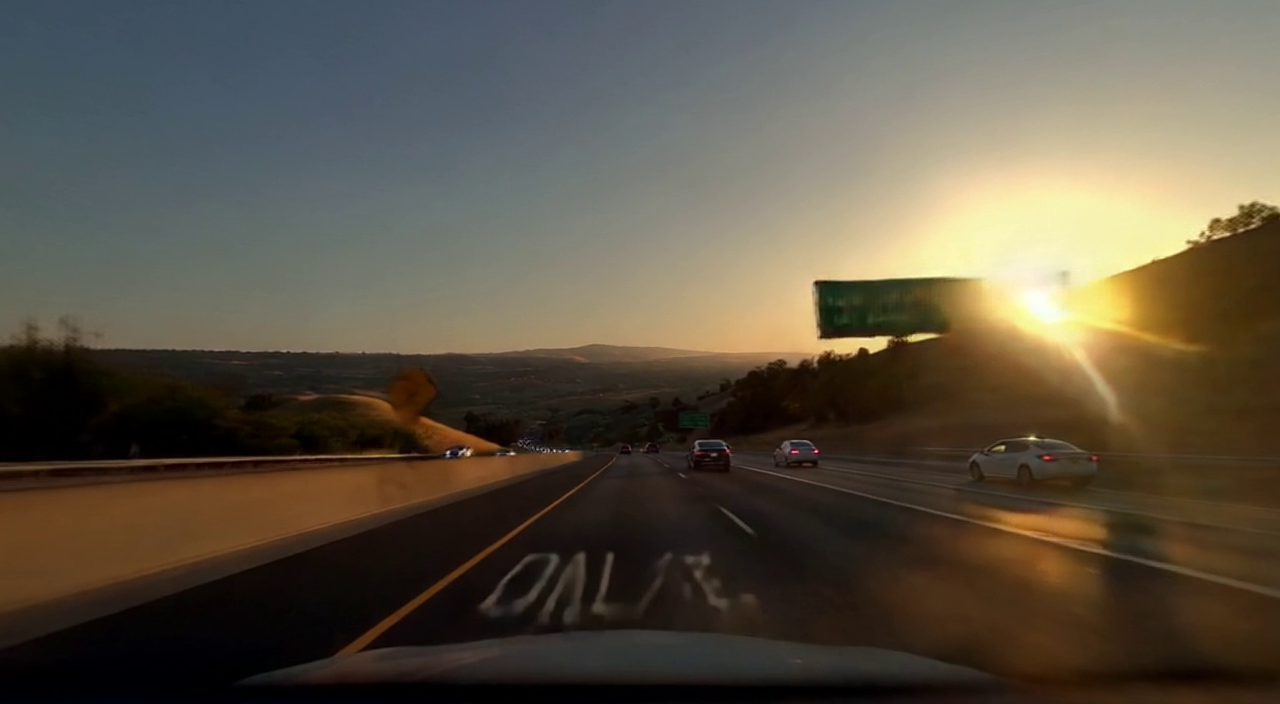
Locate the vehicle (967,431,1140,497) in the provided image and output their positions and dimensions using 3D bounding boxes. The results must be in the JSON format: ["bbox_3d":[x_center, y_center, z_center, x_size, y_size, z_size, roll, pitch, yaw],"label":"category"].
[{"bbox_3d":[10.886,2.964,17.069,1.844,1.560,4.085,0,-9,-1],"label":"vehicle"}]

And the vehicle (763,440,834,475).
[{"bbox_3d":[7.051,4.731,28.542,1.952,1.442,4.259,0,-9,-2],"label":"vehicle"}]

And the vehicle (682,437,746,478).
[{"bbox_3d":[3.034,4.445,26.873,1.977,1.601,4.598,0,-9,-2],"label":"vehicle"}]
